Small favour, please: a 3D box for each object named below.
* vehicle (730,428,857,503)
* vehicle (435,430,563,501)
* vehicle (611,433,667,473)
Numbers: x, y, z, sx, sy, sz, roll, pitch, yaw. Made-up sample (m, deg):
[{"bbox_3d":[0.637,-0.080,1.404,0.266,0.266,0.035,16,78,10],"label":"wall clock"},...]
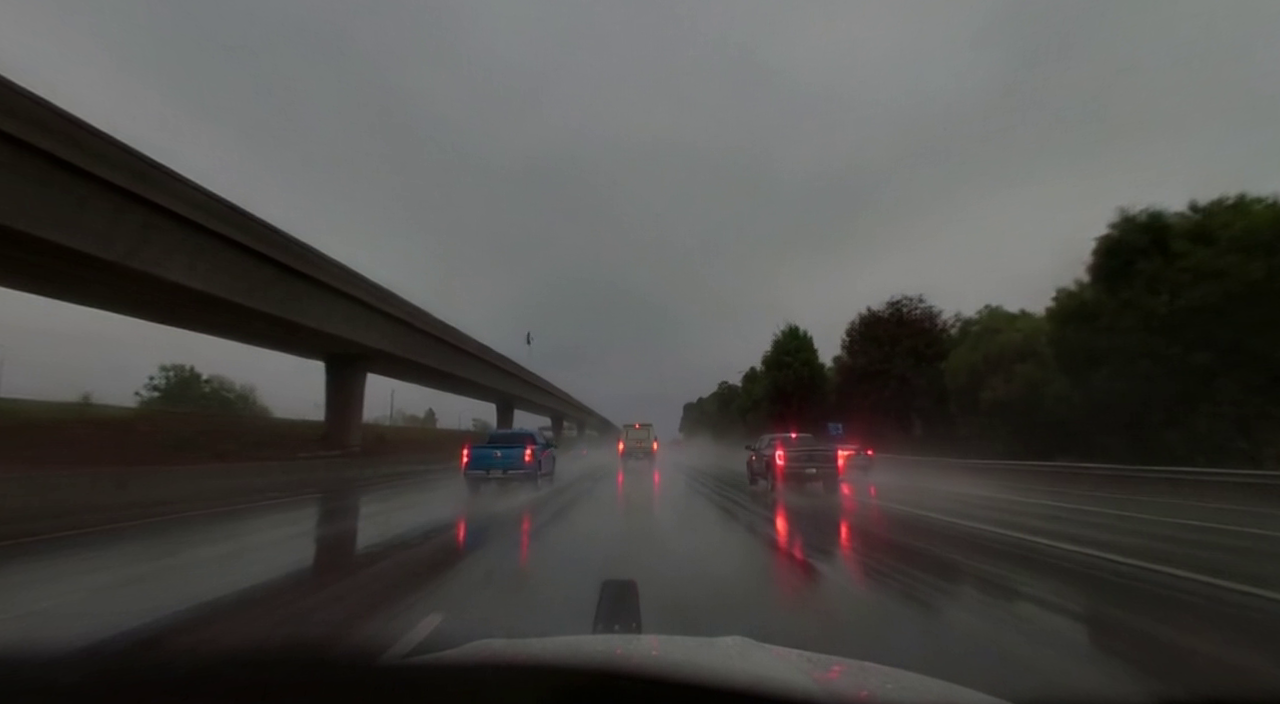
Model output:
[{"bbox_3d":[3.722,2.844,16.174,2.119,1.653,4.000,0,-9,-2],"label":"vehicle"},{"bbox_3d":[-3.767,3.164,18.026,2.535,1.715,5.030,0,-9,-1],"label":"vehicle"},{"bbox_3d":[-0.054,5.135,32.239,2.572,1.837,5.693,0,-9,0],"label":"vehicle"}]
